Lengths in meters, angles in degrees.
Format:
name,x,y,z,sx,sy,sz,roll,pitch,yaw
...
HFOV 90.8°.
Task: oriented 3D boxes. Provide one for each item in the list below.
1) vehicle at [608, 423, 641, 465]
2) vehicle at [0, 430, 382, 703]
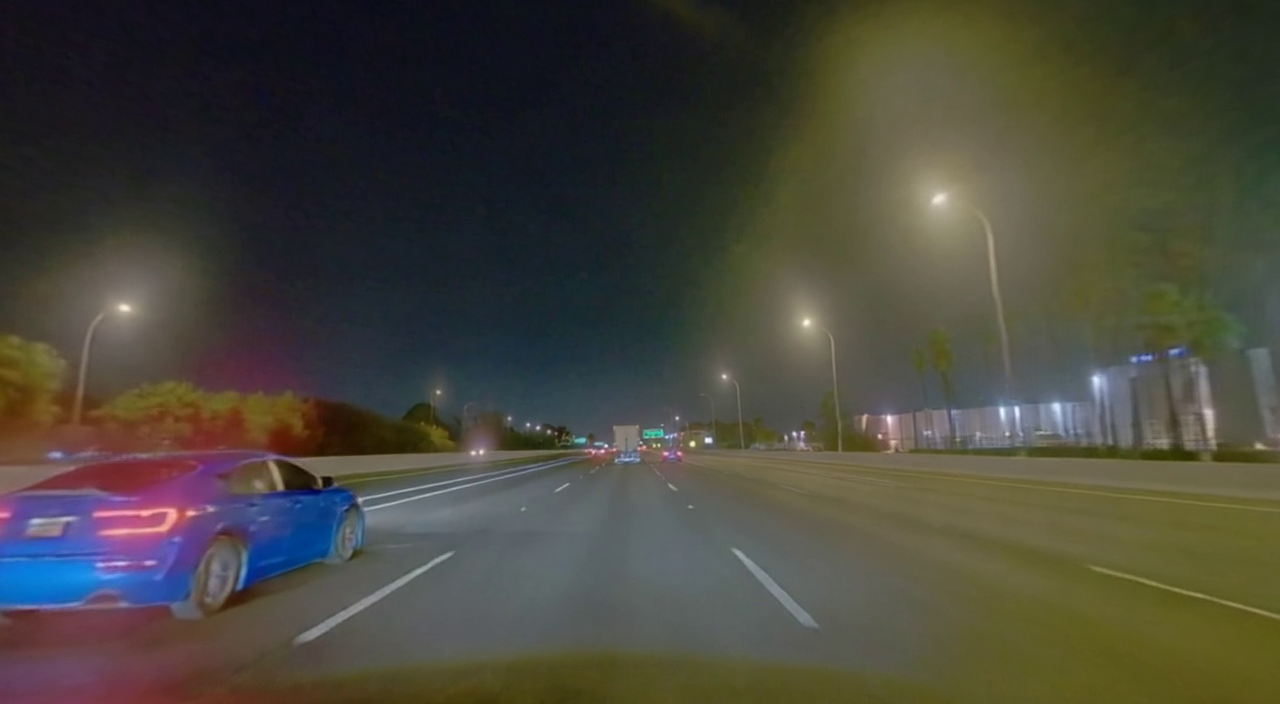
name,x,y,z,sx,sy,sz,roll,pitch,yaw
vehicle,-1.185,7.083,48.711,2.364,2.953,6.495,0,-8,-1
vehicle,-4.021,1.401,4.994,2.097,1.447,4.291,0,-8,1
